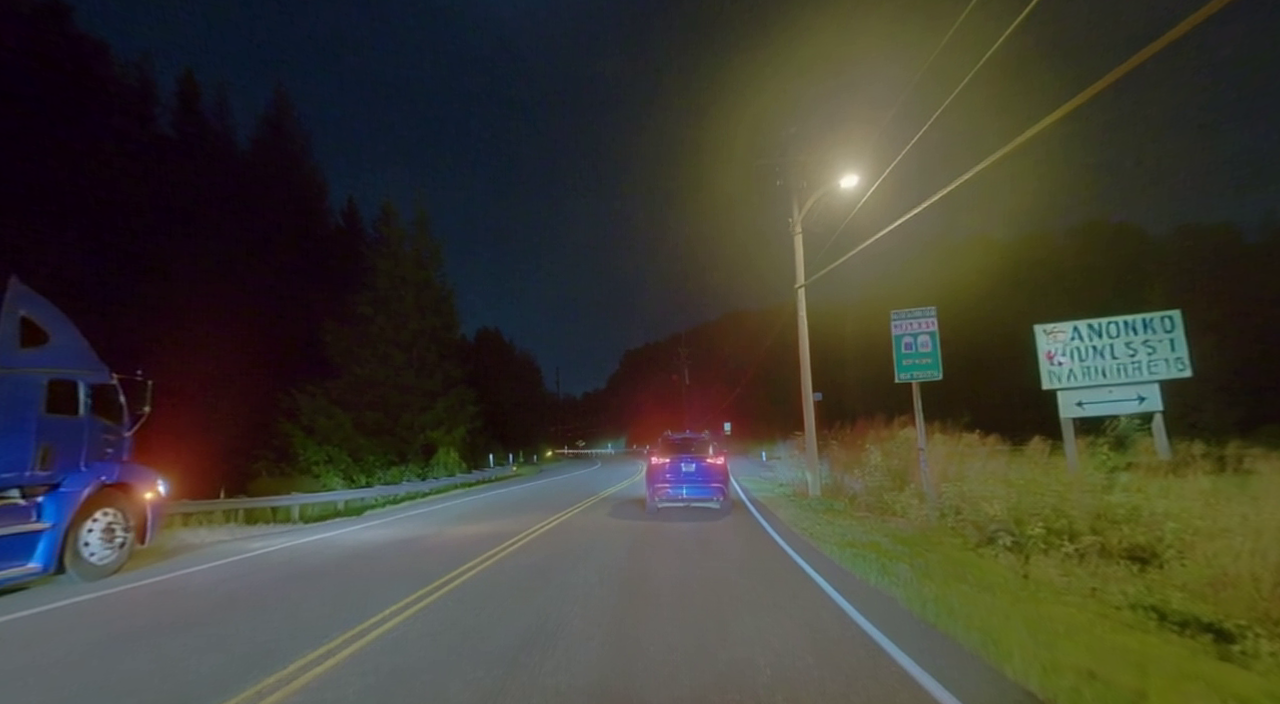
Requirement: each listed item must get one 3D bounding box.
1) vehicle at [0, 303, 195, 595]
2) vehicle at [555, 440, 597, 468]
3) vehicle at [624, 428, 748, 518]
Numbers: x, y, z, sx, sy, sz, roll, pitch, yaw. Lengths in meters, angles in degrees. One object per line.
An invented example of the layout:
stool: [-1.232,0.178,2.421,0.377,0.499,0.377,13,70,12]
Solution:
vehicle: [-8.594,1.075,5.493,3.395,3.071,7.634,-7,-6,6]
vehicle: [-5.077,7.895,48.938,2.668,1.981,5.575,2,-9,-12]
vehicle: [0.808,2.307,12.475,2.081,1.503,3.726,0,-8,1]
